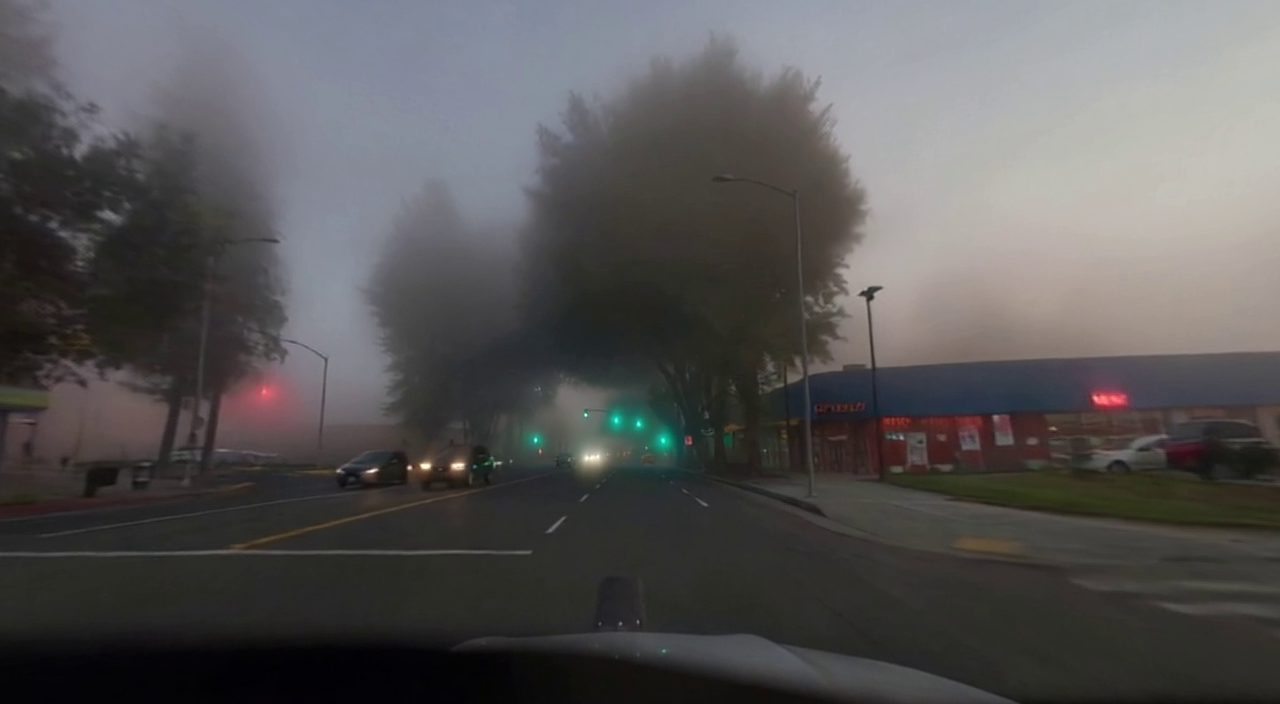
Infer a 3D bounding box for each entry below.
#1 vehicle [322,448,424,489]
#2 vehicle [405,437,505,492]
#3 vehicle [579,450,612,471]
[{"bbox_3d":[-10.186,4.474,24.557,2.012,1.429,4.462,0,-9,0],"label":"vehicle"},{"bbox_3d":[-6.789,4.193,23.839,2.322,1.819,4.651,0,-9,0],"label":"vehicle"},{"bbox_3d":[-3.250,8.141,47.401,2.122,1.469,4.388,0,-9,1],"label":"vehicle"}]
